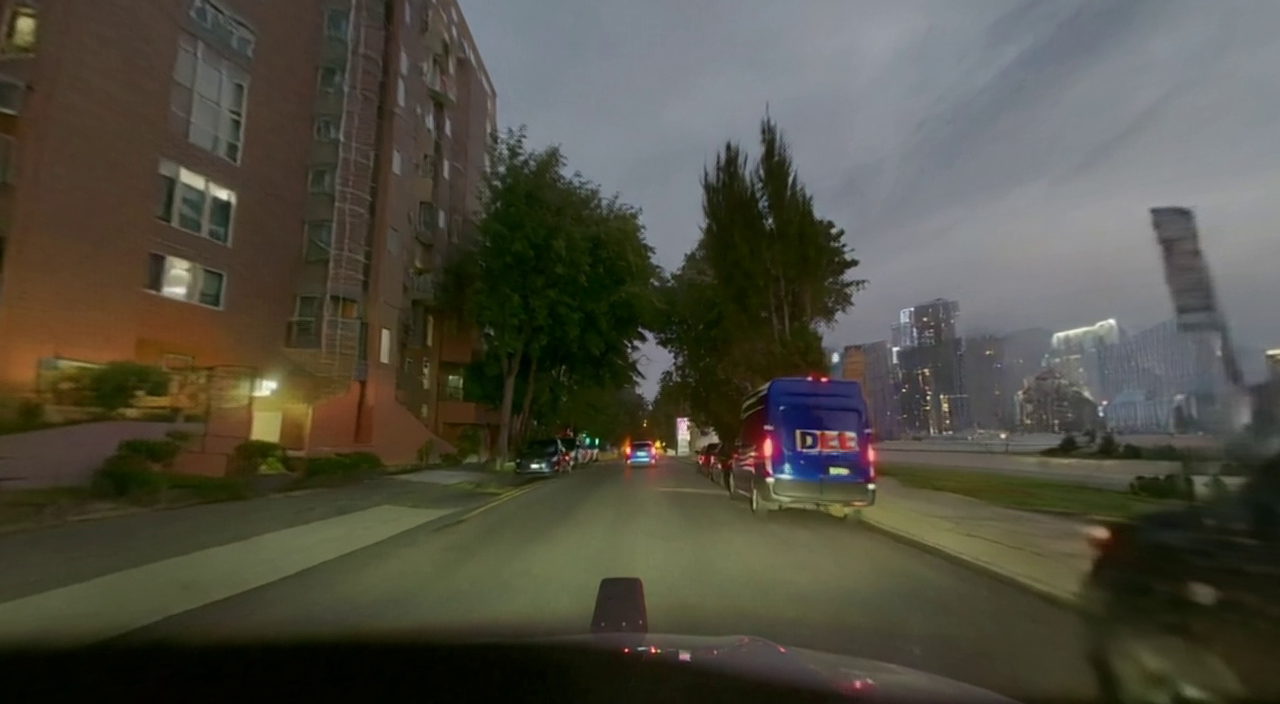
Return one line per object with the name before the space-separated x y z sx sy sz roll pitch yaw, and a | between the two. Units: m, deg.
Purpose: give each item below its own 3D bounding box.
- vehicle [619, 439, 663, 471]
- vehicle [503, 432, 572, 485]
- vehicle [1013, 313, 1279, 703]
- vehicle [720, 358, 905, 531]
vehicle | 0.087 5.096 31.310 2.095 1.510 3.605 0 -8 1
vehicle | -3.910 4.088 24.705 1.951 1.662 4.046 0 -4 1
vehicle | 2.842 0.613 0.749 2.045 1.728 4.446 0 -8 0
vehicle | 3.204 1.922 13.323 2.245 2.843 5.762 0 -8 0
